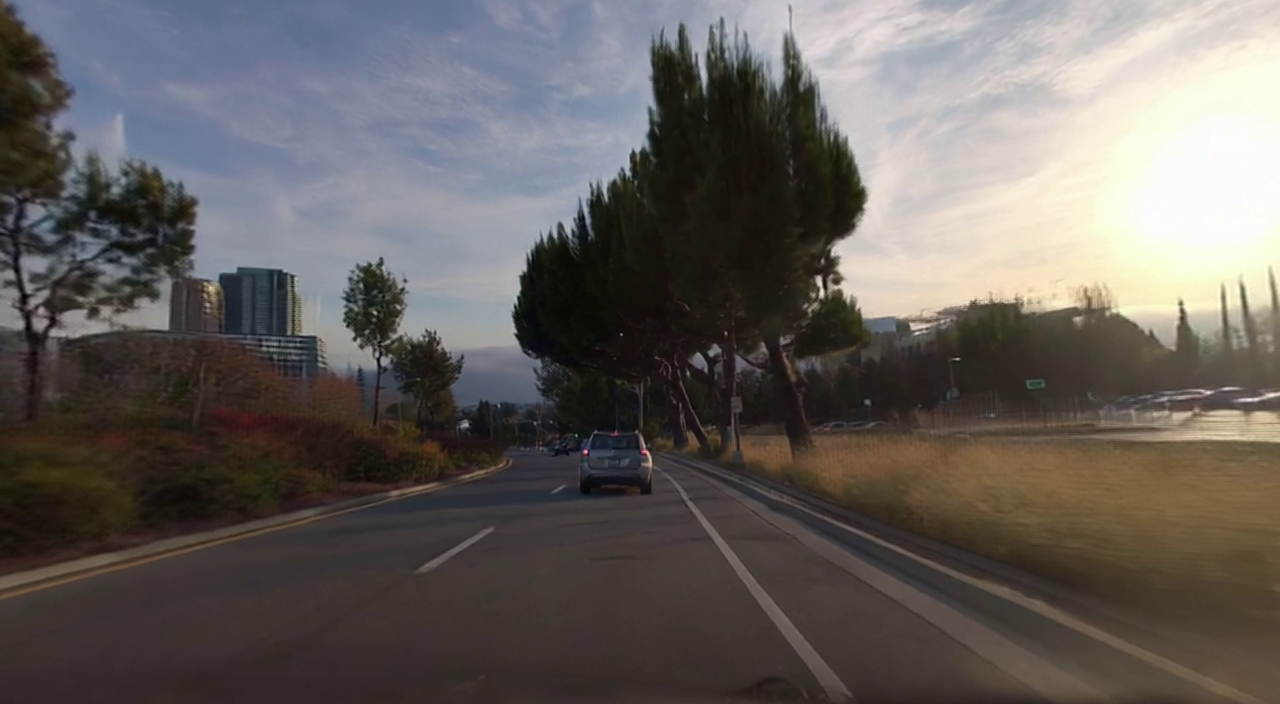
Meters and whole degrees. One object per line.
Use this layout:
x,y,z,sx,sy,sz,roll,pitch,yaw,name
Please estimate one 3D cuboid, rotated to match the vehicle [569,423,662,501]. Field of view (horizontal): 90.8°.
-0.591,2.834,16.703,2.131,1.761,4.242,0,-8,-1,vehicle
